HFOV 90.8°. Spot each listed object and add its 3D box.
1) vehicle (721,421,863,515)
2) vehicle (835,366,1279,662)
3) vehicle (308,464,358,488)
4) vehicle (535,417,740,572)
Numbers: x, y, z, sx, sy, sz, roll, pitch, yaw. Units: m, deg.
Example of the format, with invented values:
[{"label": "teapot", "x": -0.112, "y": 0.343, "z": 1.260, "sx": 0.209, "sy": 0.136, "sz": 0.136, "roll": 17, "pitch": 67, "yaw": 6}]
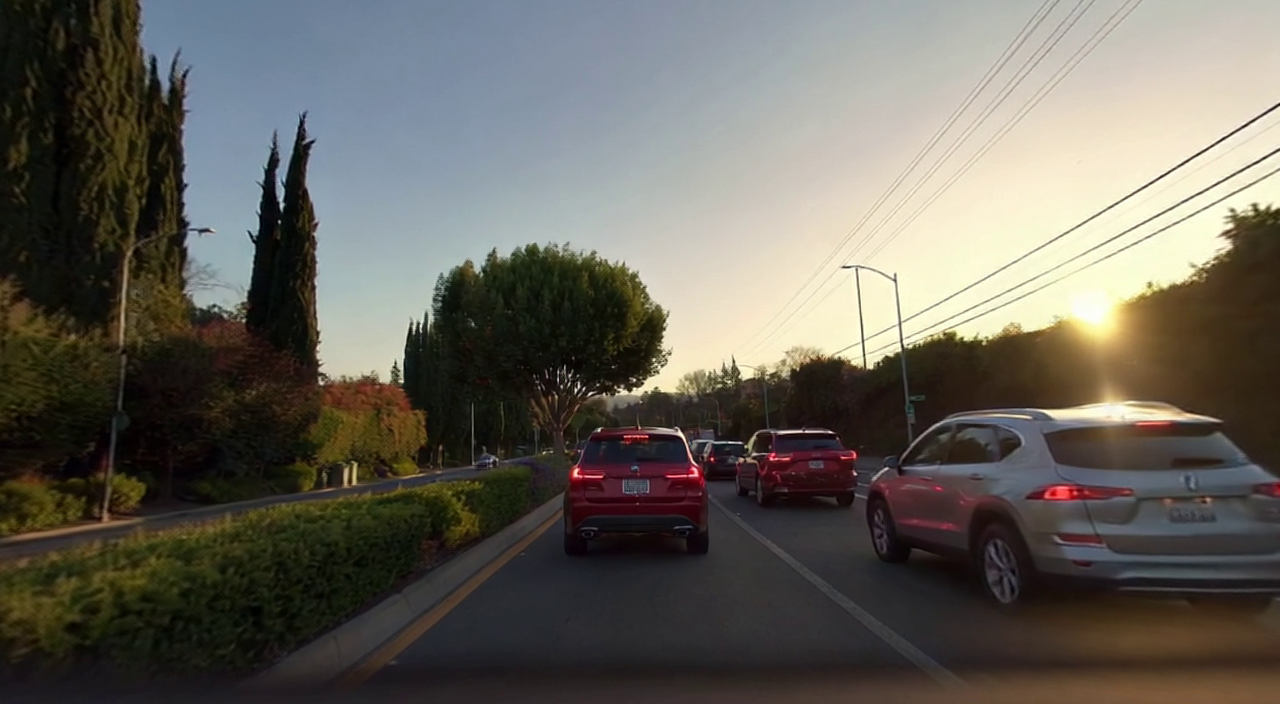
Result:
[{"label": "vehicle", "x": 3.285, "y": 2.622, "z": 14.773, "sx": 2.097, "sy": 1.818, "sz": 4.625, "roll": 0, "pitch": -8, "yaw": -1}, {"label": "vehicle", "x": 3.509, "y": 1.238, "z": 5.840, "sx": 2.001, "sy": 1.707, "sz": 4.250, "roll": 0, "pitch": -8, "yaw": -1}, {"label": "vehicle", "x": -22.895, "y": 9.251, "z": 47.246, "sx": 1.847, "sy": 1.554, "sz": 3.926, "roll": 0, "pitch": -8, "yaw": -1}, {"label": "vehicle", "x": -0.069, "y": 1.846, "z": 8.987, "sx": 2.199, "sy": 1.641, "sz": 4.232, "roll": 0, "pitch": -8, "yaw": -1}]
